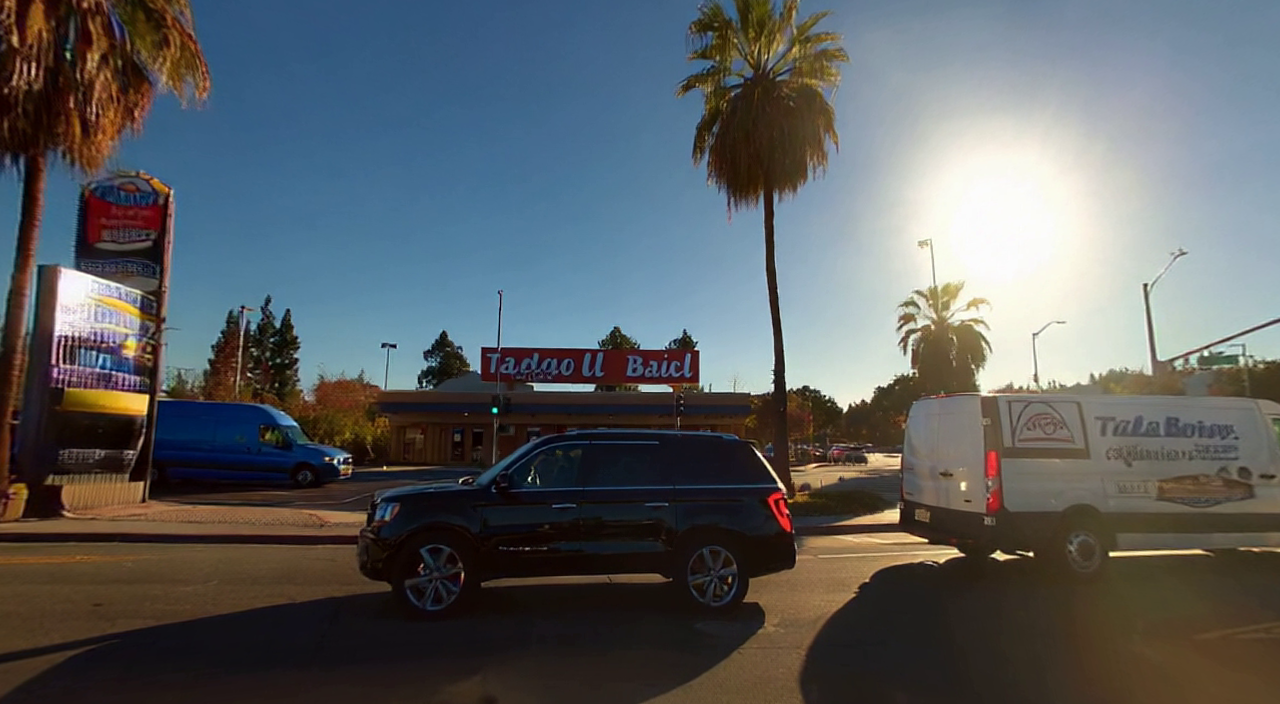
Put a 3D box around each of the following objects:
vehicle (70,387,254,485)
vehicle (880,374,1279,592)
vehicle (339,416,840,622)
[{"bbox_3d":[-21.665,3.965,29.431,3.034,3.929,7.699,1,-9,-6],"label":"vehicle"},{"bbox_3d":[6.636,1.544,8.030,6.246,2.202,2.277,1,-9,-8],"label":"vehicle"},{"bbox_3d":[-0.483,1.629,6.837,4.493,1.728,2.137,1,-9,-9],"label":"vehicle"}]
